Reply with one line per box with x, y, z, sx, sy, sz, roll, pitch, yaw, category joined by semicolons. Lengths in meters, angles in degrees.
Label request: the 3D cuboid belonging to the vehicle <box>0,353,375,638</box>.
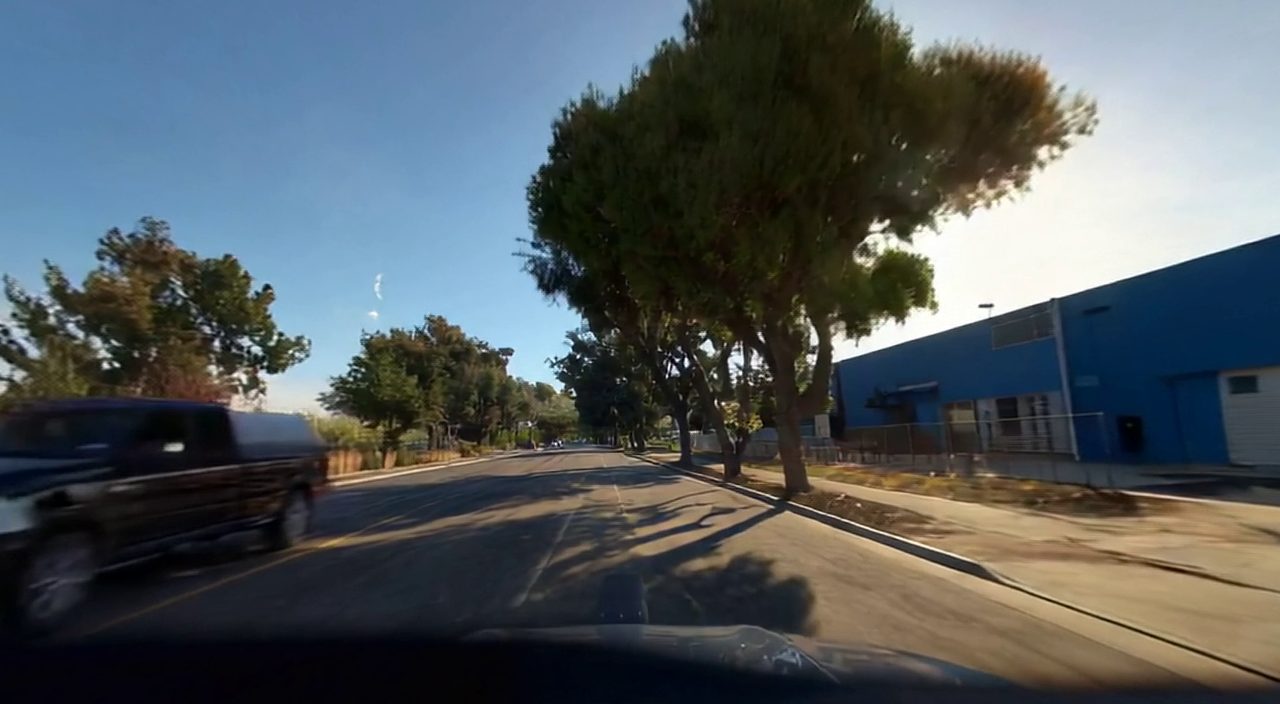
-6.067;1.548;7.949;2.770;2.135;6.329;-1;-8;0;vehicle

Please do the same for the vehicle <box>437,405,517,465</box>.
-12.099;6.496;48.449;3.122;3.985;12.515;0;-9;-2;vehicle
